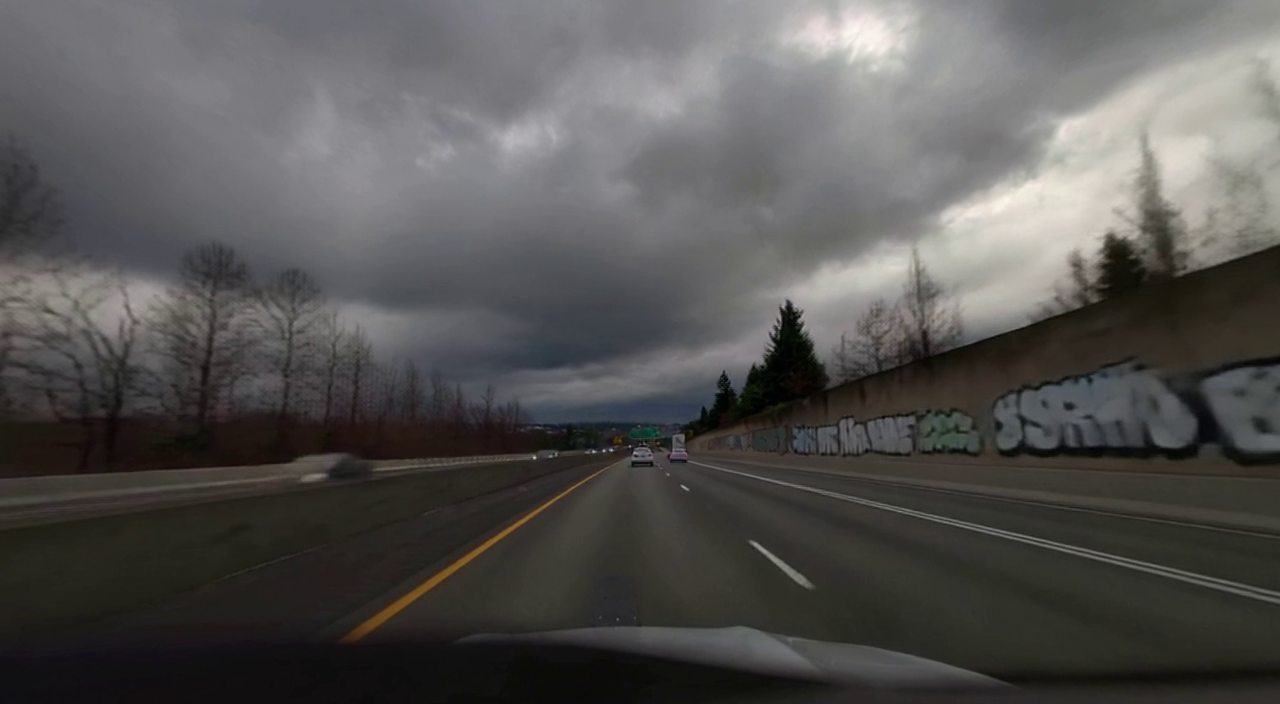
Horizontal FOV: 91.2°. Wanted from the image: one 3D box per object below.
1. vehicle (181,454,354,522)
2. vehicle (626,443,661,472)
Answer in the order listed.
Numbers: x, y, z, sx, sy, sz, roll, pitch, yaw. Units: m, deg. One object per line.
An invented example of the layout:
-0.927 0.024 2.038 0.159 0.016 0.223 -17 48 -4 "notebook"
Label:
-9.544 3.475 16.582 1.904 1.499 4.352 0 -9 0 "vehicle"
0.194 6.568 39.277 2.095 1.671 4.219 0 -9 -1 "vehicle"
